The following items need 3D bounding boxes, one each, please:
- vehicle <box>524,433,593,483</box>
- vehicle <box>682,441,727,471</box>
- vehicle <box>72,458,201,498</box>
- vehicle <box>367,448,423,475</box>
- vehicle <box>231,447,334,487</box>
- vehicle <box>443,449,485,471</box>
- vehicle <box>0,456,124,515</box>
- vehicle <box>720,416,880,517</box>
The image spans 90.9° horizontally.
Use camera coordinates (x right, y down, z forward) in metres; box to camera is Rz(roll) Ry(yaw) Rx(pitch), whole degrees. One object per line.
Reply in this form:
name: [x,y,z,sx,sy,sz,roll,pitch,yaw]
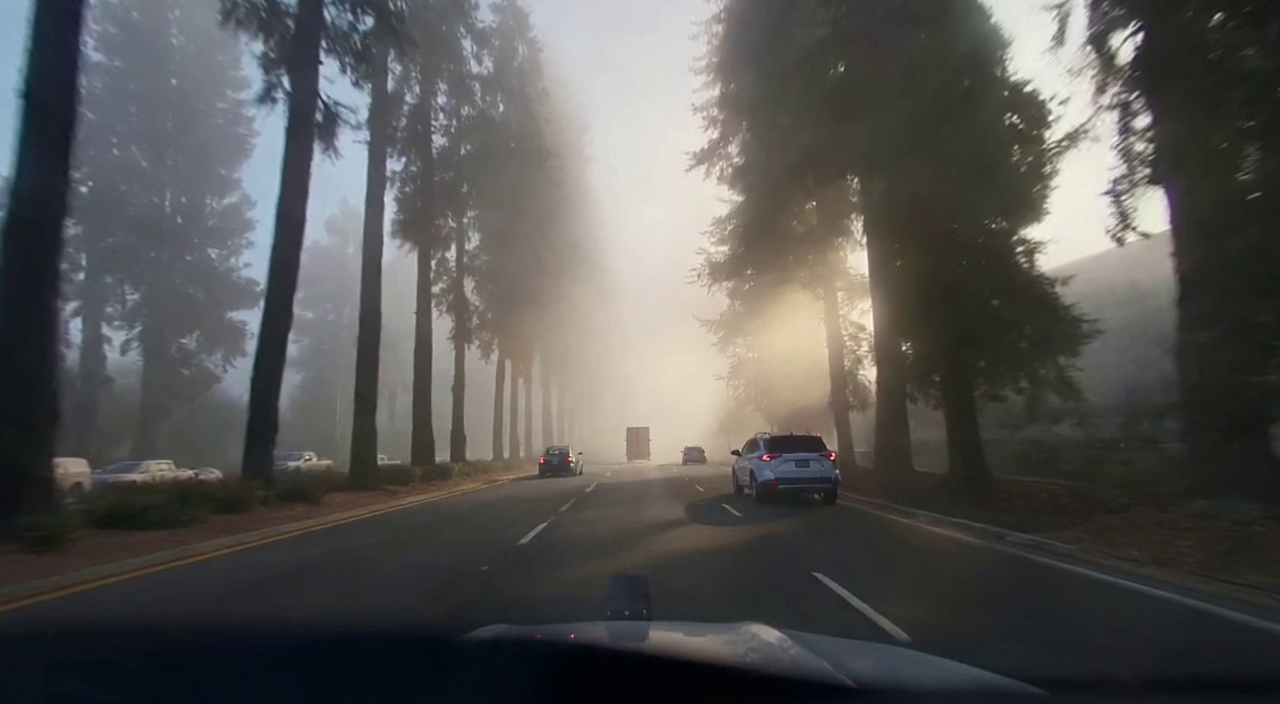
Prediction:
vehicle: [-3.315,4.456,26.789,2.255,1.940,4.822,0,-8,0]
vehicle: [3.943,6.472,39.371,2.280,1.757,4.572,0,-8,-1]
vehicle: [-21.282,5.321,26.924,1.864,1.448,4.375,0,-8,0]
vehicle: [-17.432,7.805,45.152,2.059,1.780,4.641,0,-8,1]
vehicle: [-17.449,5.599,31.104,2.124,1.803,4.878,0,-9,1]
vehicle: [-13.472,8.291,48.573,1.887,1.513,4.442,0,-9,1]
vehicle: [-17.731,3.714,17.811,1.969,1.476,5.021,0,-9,1]
vehicle: [3.598,2.738,15.708,2.381,2.008,5.971,0,-8,0]
